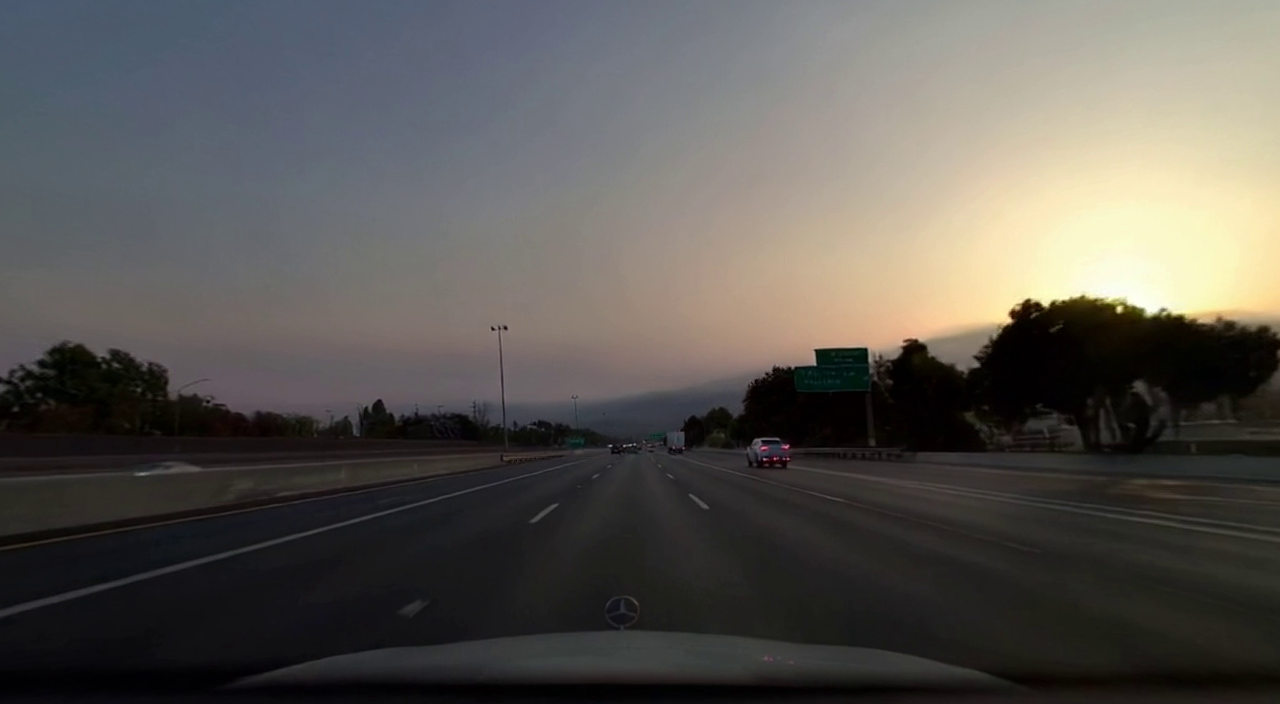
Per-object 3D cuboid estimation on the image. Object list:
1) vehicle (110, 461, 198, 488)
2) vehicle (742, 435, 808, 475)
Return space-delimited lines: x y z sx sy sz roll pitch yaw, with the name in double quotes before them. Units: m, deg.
"vehicle" -31.864 8.000 41.473 1.872 1.533 4.822 -1 -9 1
"vehicle" 6.338 4.904 30.141 2.096 1.767 4.601 0 -9 0
